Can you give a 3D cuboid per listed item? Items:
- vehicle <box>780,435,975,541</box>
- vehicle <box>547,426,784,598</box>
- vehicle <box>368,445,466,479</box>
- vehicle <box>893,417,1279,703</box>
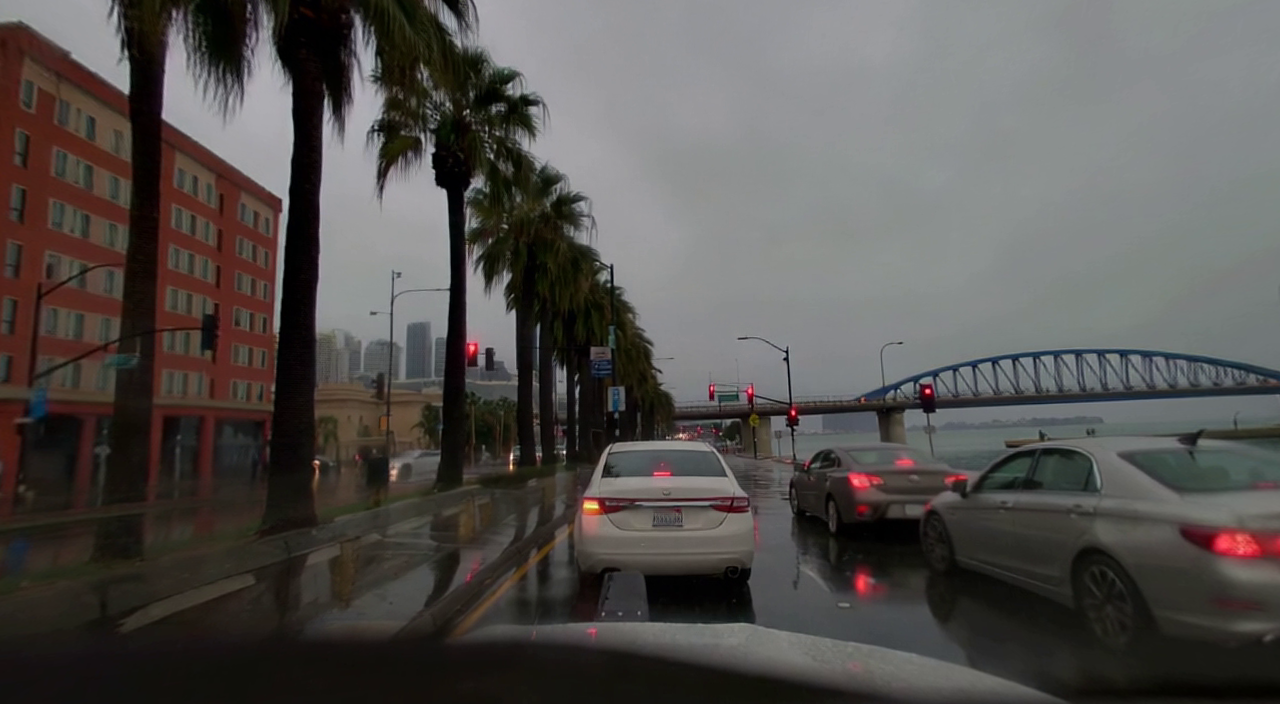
[{"bbox_3d":[3.890,2.287,11.316,1.920,1.490,4.417,-1,-9,2],"label":"vehicle"},{"bbox_3d":[0.255,1.702,7.512,2.093,1.503,3.681,0,-9,1],"label":"vehicle"},{"bbox_3d":[-11.580,5.704,33.130,2.022,1.604,4.495,-6,-10,33],"label":"vehicle"},{"bbox_3d":[3.908,1.365,5.092,1.913,1.469,4.425,0,-9,0],"label":"vehicle"}]
